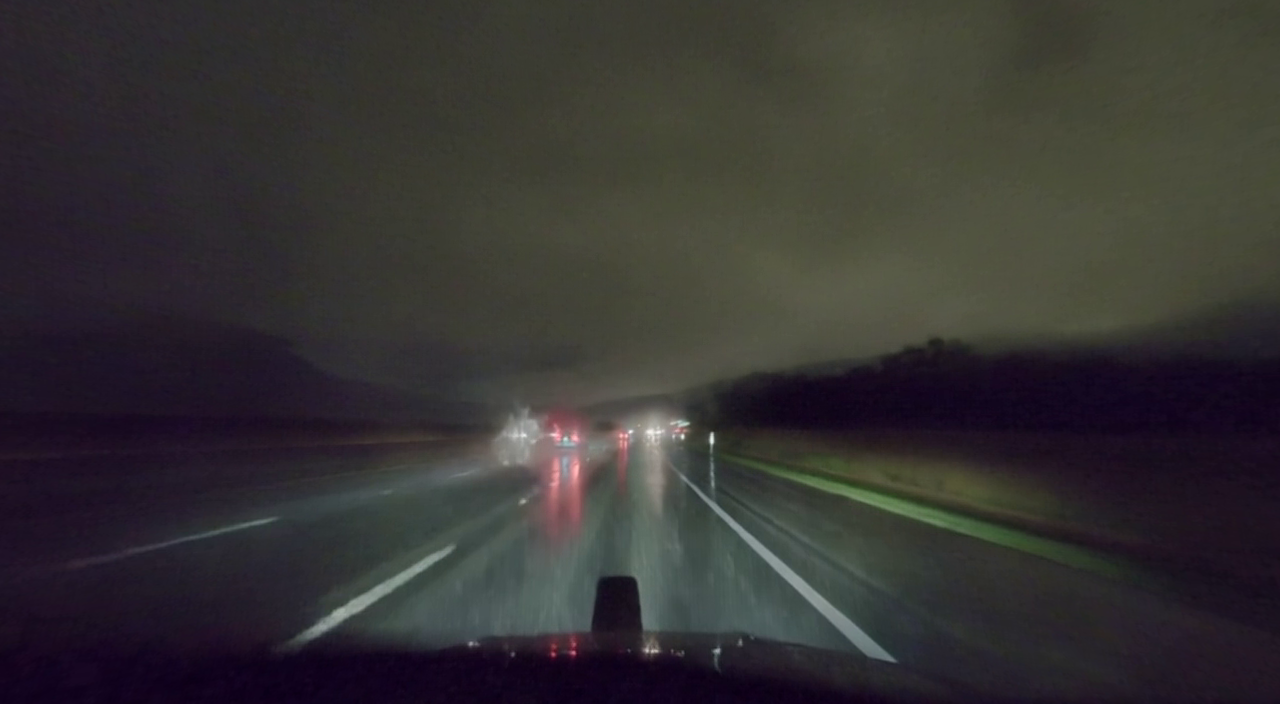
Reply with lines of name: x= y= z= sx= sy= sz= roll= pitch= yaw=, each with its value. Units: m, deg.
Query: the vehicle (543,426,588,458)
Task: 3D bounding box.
vehicle: x=-4.222 y=5.175 z=36.405 sx=1.980 sy=1.721 sz=4.419 roll=0 pitch=-8 yaw=1
